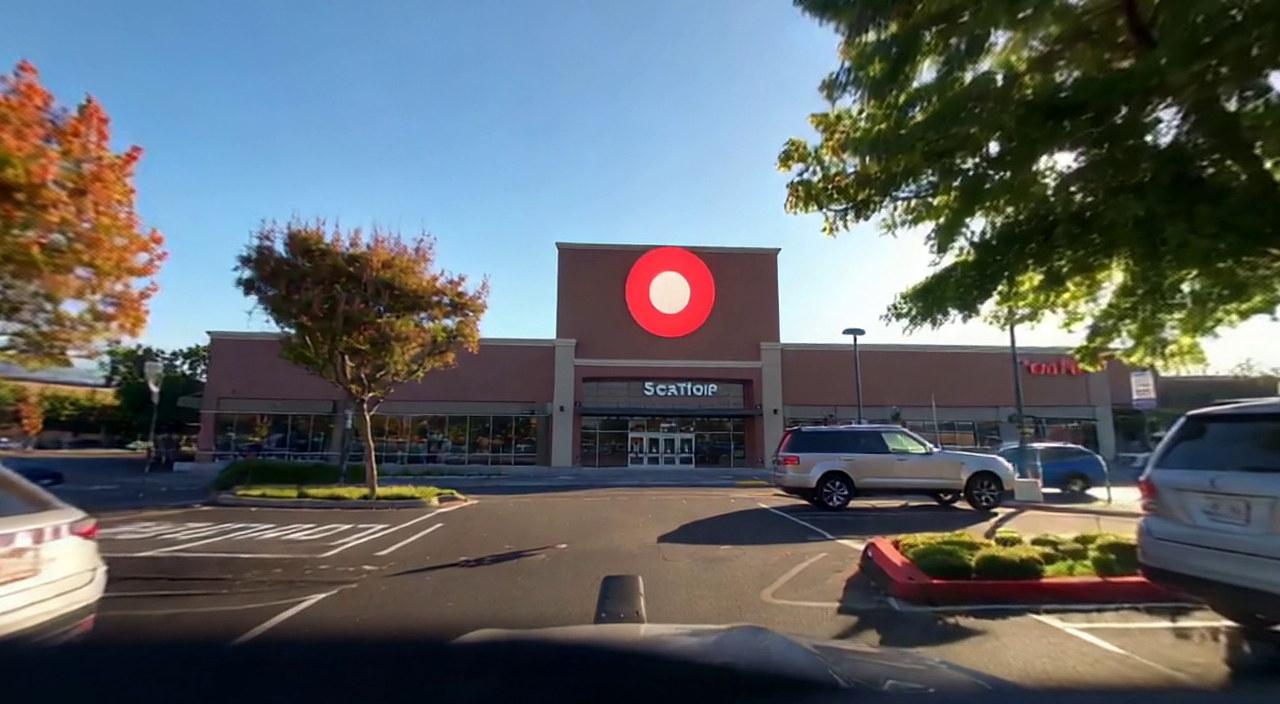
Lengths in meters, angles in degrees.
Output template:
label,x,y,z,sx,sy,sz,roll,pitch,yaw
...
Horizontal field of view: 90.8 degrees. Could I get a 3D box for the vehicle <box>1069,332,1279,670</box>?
label,x,y,z,sx,sy,sz,roll,pitch,yaw
vehicle,6.453,0.969,4.200,5.517,1.946,2.410,1,-9,-4

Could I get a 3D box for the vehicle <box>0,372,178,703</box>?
label,x,y,z,sx,sy,sz,roll,pitch,yaw
vehicle,-4.981,0.877,2.766,4.335,1.499,1.856,0,-8,-5

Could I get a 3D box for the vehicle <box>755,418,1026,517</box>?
label,x,y,z,sx,sy,sz,roll,pitch,yaw
vehicle,5.279,2.474,13.904,4.864,1.916,2.413,1,-8,-5
